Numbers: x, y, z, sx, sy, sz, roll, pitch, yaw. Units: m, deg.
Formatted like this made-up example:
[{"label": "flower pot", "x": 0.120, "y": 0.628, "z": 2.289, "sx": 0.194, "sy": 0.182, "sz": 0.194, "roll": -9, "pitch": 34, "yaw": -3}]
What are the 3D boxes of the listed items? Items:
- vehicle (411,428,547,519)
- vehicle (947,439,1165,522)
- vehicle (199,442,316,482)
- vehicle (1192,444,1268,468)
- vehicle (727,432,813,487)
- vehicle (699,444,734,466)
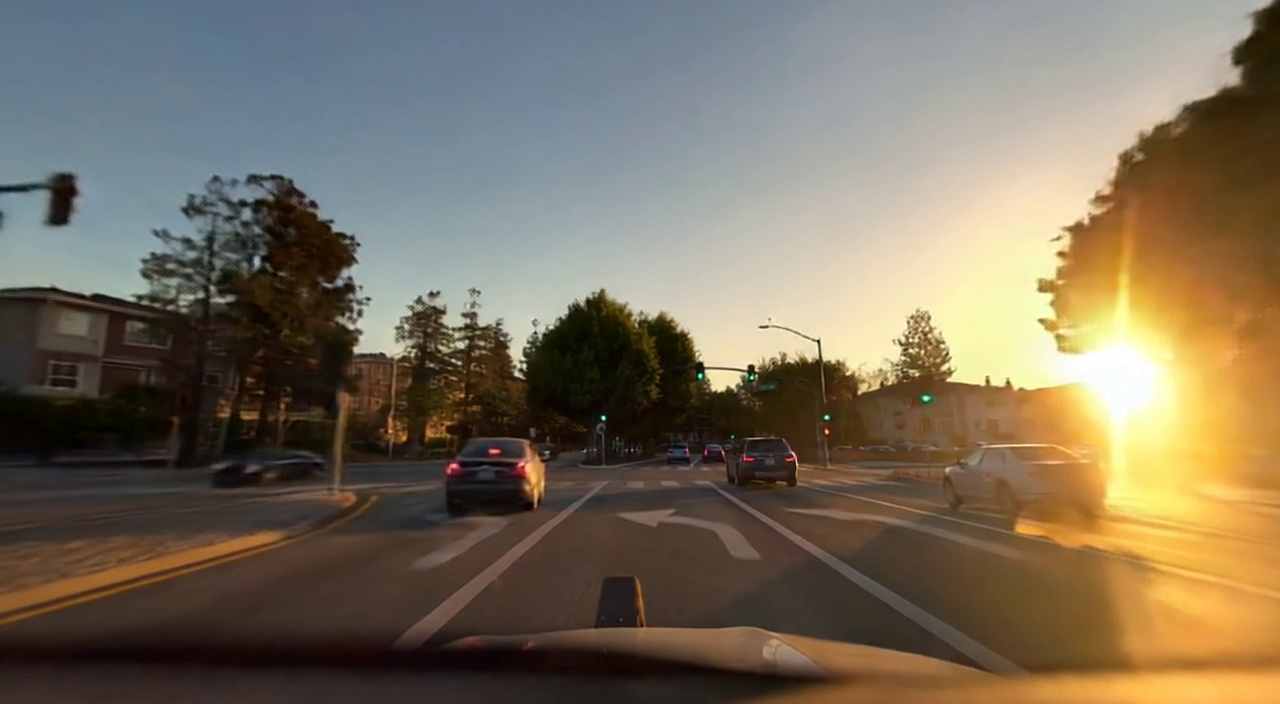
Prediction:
[{"label": "vehicle", "x": -3.595, "y": 2.805, "z": 15.153, "sx": 2.258, "sy": 1.812, "sz": 4.650, "roll": 1, "pitch": -9, "yaw": -3}, {"label": "vehicle", "x": 8.662, "y": 2.678, "z": 13.708, "sx": 1.949, "sy": 1.492, "sz": 4.103, "roll": 0, "pitch": -9, "yaw": 1}, {"label": "vehicle", "x": -14.954, "y": 4.297, "z": 25.017, "sx": 1.794, "sy": 1.440, "sz": 4.351, "roll": 0, "pitch": -9, "yaw": 2}, {"label": "vehicle", "x": 43.936, "y": 7.750, "z": 47.064, "sx": 4.315, "sy": 1.694, "sz": 2.134, "roll": 3, "pitch": -9, "yaw": -18}, {"label": "vehicle", "x": 4.635, "y": 3.929, "z": 23.329, "sx": 2.209, "sy": 1.813, "sz": 4.724, "roll": 0, "pitch": -9, "yaw": 1}, {"label": "vehicle", "x": 5.306, "y": 7.191, "z": 44.370, "sx": 2.064, "sy": 1.474, "sz": 4.389, "roll": 0, "pitch": -9, "yaw": 3}]
